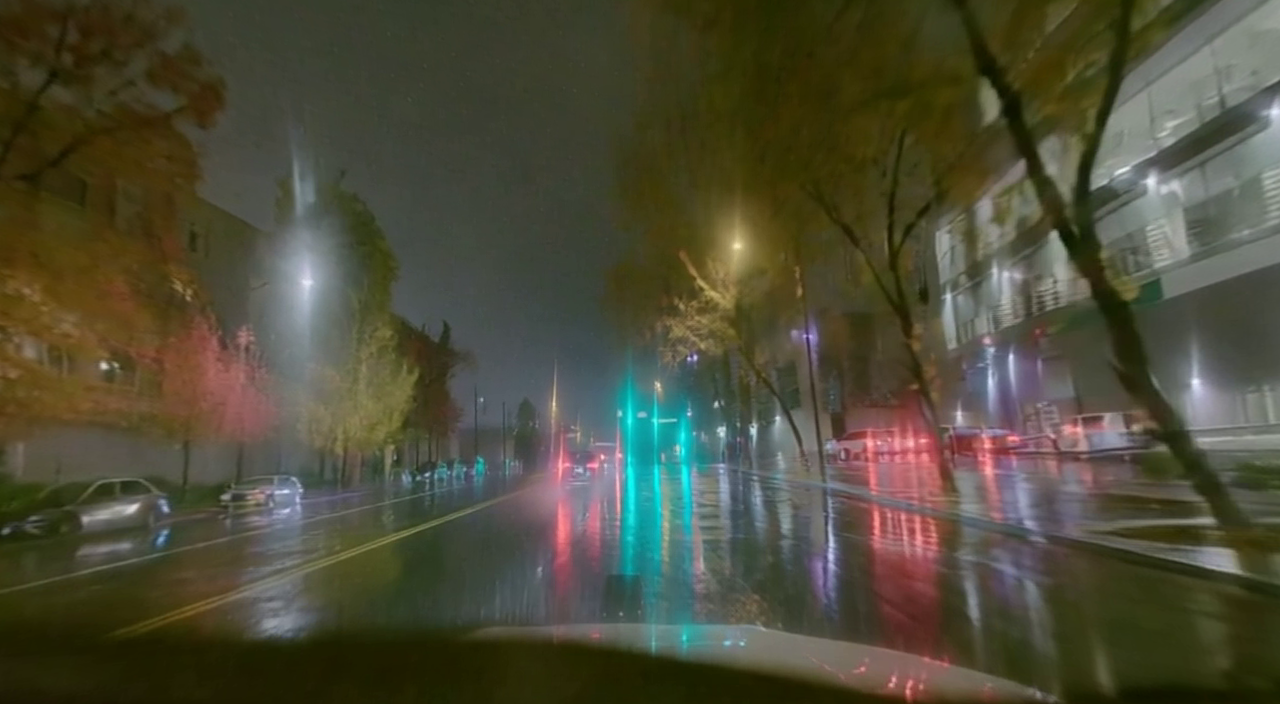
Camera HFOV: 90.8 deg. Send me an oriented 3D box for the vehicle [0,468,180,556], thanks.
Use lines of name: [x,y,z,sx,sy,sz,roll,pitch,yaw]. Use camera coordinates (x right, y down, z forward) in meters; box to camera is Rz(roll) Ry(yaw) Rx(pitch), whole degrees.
vehicle: [-15.300,4.237,17.181,2.079,1.847,4.592,-4,-9,2]

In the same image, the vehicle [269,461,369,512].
vehicle: [-14.807,6.182,29.491,1.917,1.775,5.018,-9,-9,0]

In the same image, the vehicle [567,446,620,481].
vehicle: [-2.061,5.083,29.021,2.051,1.454,4.132,0,-8,1]

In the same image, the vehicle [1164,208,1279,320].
vehicle: [12.317,-1.572,11.521,3.827,1.556,1.730,-1,-10,2]

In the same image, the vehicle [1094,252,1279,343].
vehicle: [12.921,-1.210,14.337,3.766,1.593,1.771,-2,-9,-2]

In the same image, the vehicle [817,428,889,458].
vehicle: [12.878,5.524,38.347,3.556,1.414,1.851,-5,-7,-3]

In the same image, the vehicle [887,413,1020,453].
vehicle: [13.572,3.575,27.623,4.619,1.626,2.121,-1,-9,5]

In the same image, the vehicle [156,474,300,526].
vehicle: [-14.858,5.345,23.180,2.021,1.438,4.616,-2,-9,3]

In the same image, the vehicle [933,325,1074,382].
vehicle: [12.873,0.087,22.572,3.826,1.601,1.807,-3,-8,-2]

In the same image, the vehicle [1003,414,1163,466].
vehicle: [13.452,2.667,19.356,3.527,1.496,1.836,0,-7,-2]

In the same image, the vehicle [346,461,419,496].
vehicle: [-14.295,7.014,35.341,1.984,1.635,4.525,-3,-9,3]
